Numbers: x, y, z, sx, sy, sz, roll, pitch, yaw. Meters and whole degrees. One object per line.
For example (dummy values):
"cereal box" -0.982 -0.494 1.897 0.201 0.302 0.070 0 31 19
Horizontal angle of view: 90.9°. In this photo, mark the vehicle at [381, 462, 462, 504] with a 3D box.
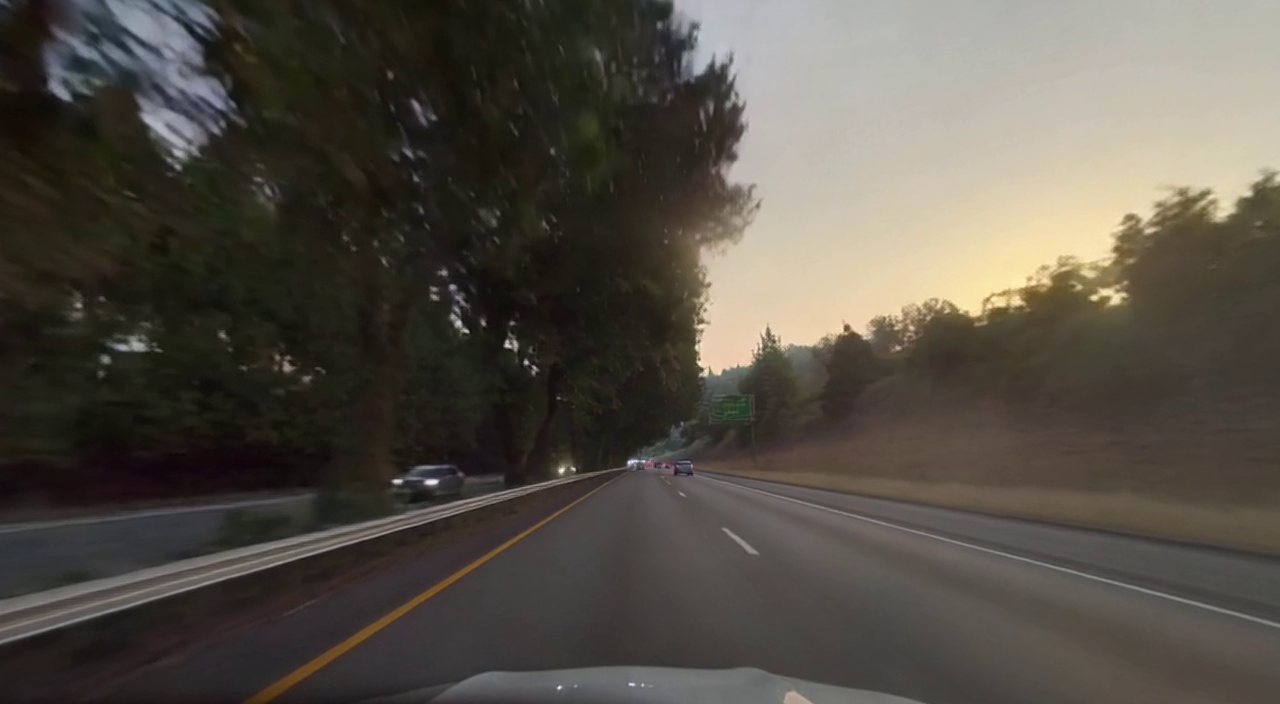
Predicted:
"vehicle" -7.929 4.780 23.215 1.680 1.405 3.585 1 -10 0
